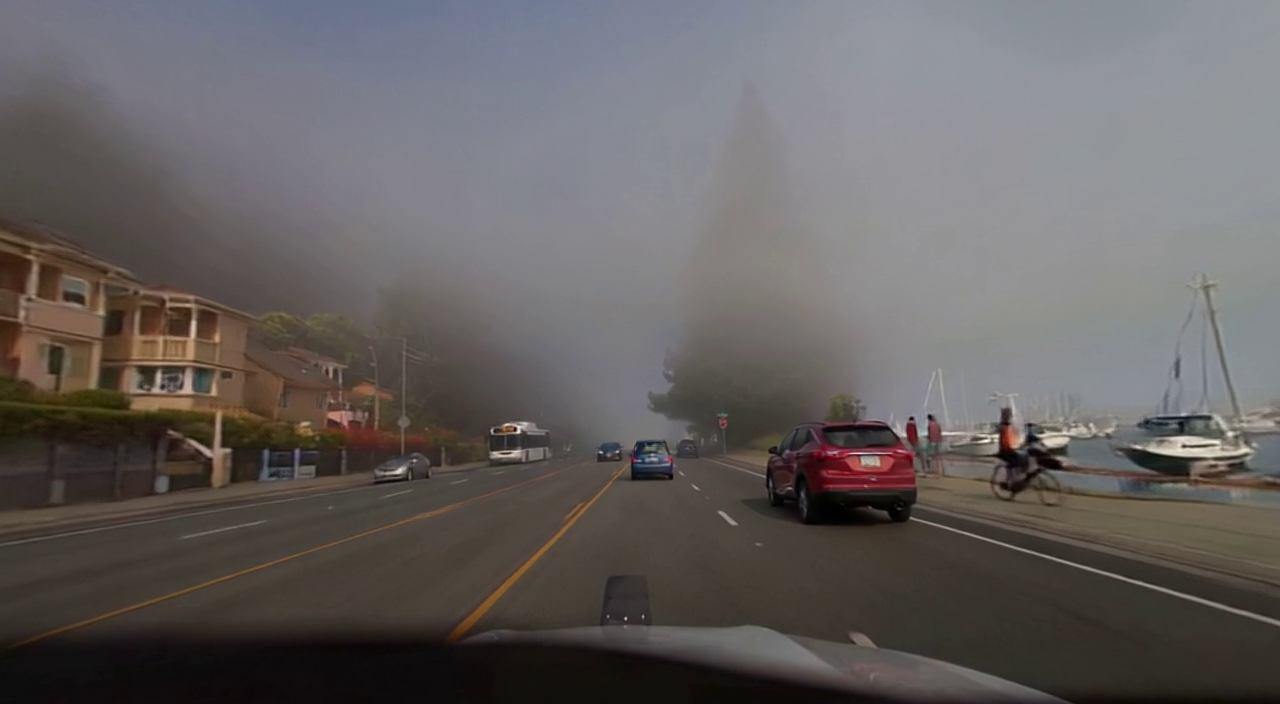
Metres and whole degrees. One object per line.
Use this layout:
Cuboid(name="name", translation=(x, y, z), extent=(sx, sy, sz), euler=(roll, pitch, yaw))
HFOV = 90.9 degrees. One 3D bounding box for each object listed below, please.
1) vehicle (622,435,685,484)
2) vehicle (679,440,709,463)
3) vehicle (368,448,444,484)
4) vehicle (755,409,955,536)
Cuboid(name="vehicle", translation=(0.443, 3.937, 23.236), extent=(2.132, 1.632, 3.838), euler=(0, -9, 0))
Cuboid(name="vehicle", translation=(4.025, 7.461, 47.374), extent=(1.876, 1.626, 3.851), euler=(0, -9, -1))
Cuboid(name="vehicle", translation=(-10.301, 5.023, 28.041), extent=(1.731, 1.489, 3.841), euler=(-1, -9, 3))
Cuboid(name="vehicle", translation=(3.499, 2.065, 11.336), extent=(2.000, 1.809, 4.405), euler=(0, -9, 0))
